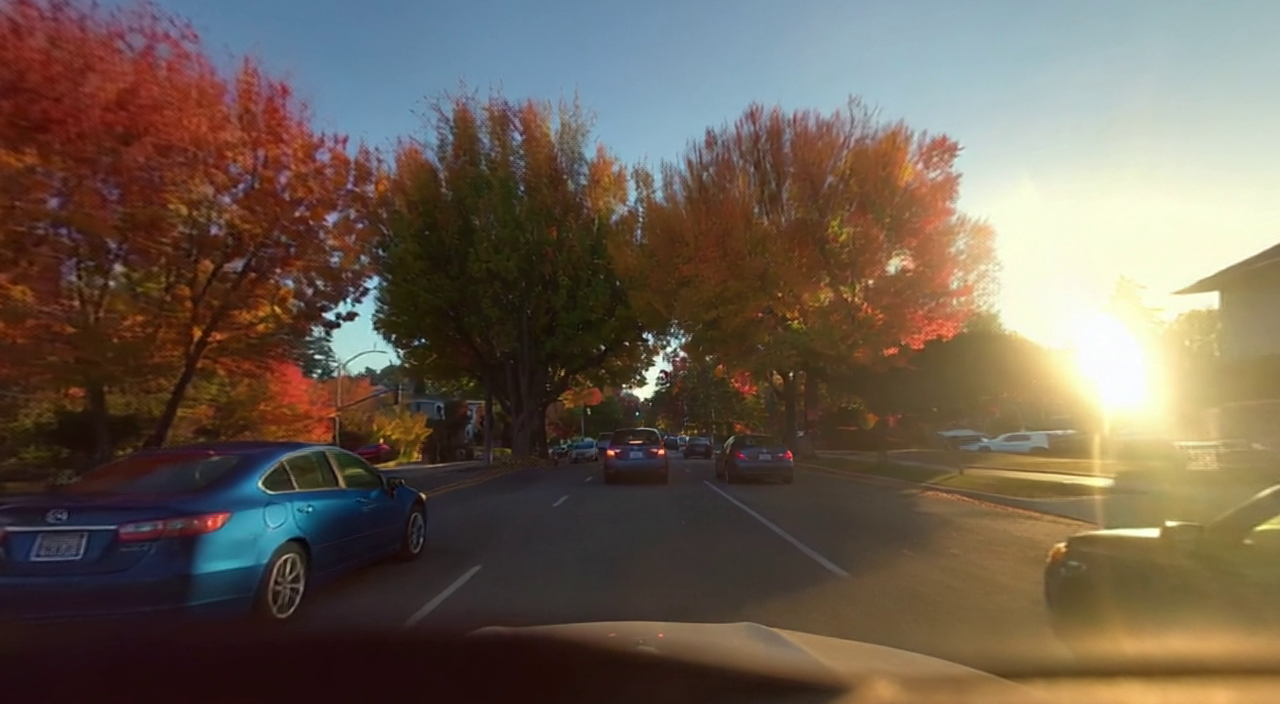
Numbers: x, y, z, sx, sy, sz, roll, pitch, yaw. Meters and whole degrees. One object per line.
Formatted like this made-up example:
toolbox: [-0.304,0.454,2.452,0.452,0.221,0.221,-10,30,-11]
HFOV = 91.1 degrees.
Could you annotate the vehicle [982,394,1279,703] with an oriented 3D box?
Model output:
vehicle: [3.388,0.858,2.019,2.060,1.474,4.475,0,-8,0]

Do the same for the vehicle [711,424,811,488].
vehicle: [3.462,3.095,18.908,2.019,1.675,4.488,0,-8,-1]

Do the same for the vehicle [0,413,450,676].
vehicle: [-3.535,1.432,5.914,1.997,1.479,4.547,0,-8,1]

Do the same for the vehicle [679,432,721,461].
vehicle: [3.685,5.921,39.208,2.067,1.687,4.163,0,-8,-2]

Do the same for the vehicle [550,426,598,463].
vehicle: [-3.831,5.539,37.513,2.246,2.062,5.123,0,-8,1]

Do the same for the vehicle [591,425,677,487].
vehicle: [-0.185,3.114,19.109,2.293,1.662,4.262,0,-8,-1]

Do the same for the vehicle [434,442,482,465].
vehicle: [-12.398,6.937,43.068,1.984,1.539,4.280,0,-8,0]
